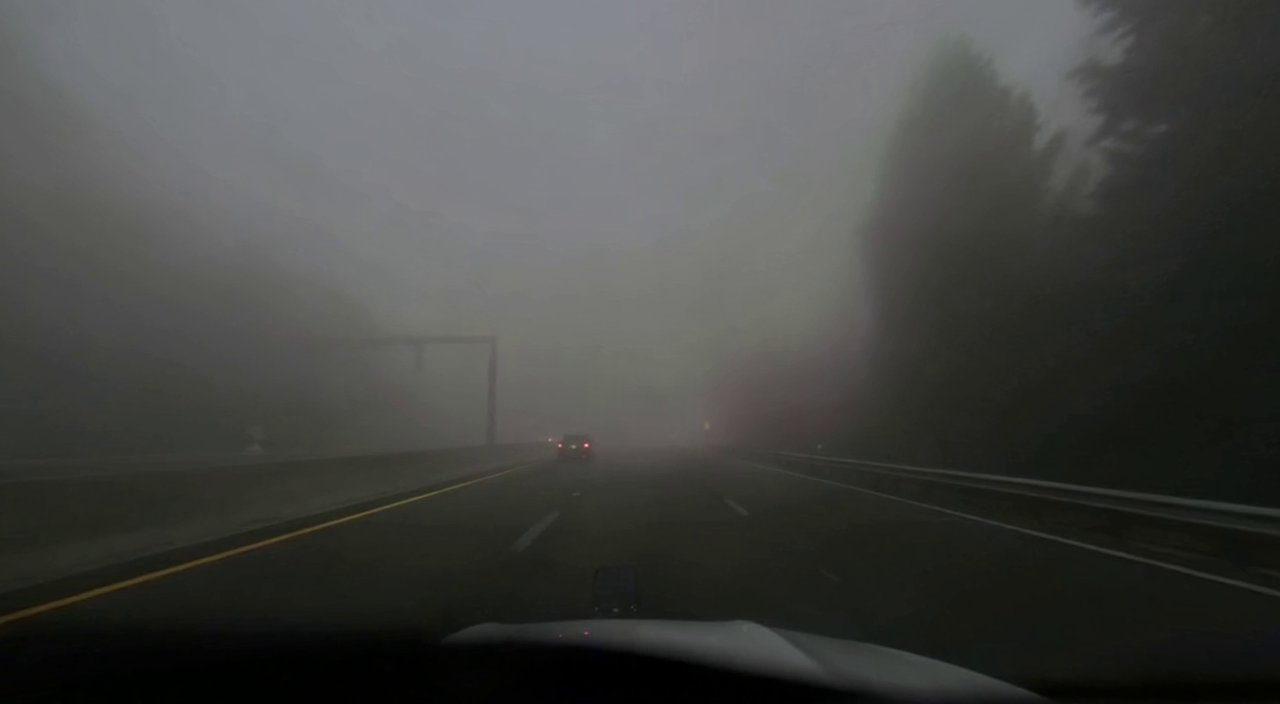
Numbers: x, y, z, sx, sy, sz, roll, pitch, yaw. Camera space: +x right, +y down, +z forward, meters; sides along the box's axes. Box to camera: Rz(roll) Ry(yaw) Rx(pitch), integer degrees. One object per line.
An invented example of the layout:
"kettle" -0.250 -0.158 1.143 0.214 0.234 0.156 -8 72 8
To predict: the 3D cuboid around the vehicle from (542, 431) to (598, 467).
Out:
"vehicle" -3.315 4.650 30.600 2.148 1.603 4.513 0 -8 1
